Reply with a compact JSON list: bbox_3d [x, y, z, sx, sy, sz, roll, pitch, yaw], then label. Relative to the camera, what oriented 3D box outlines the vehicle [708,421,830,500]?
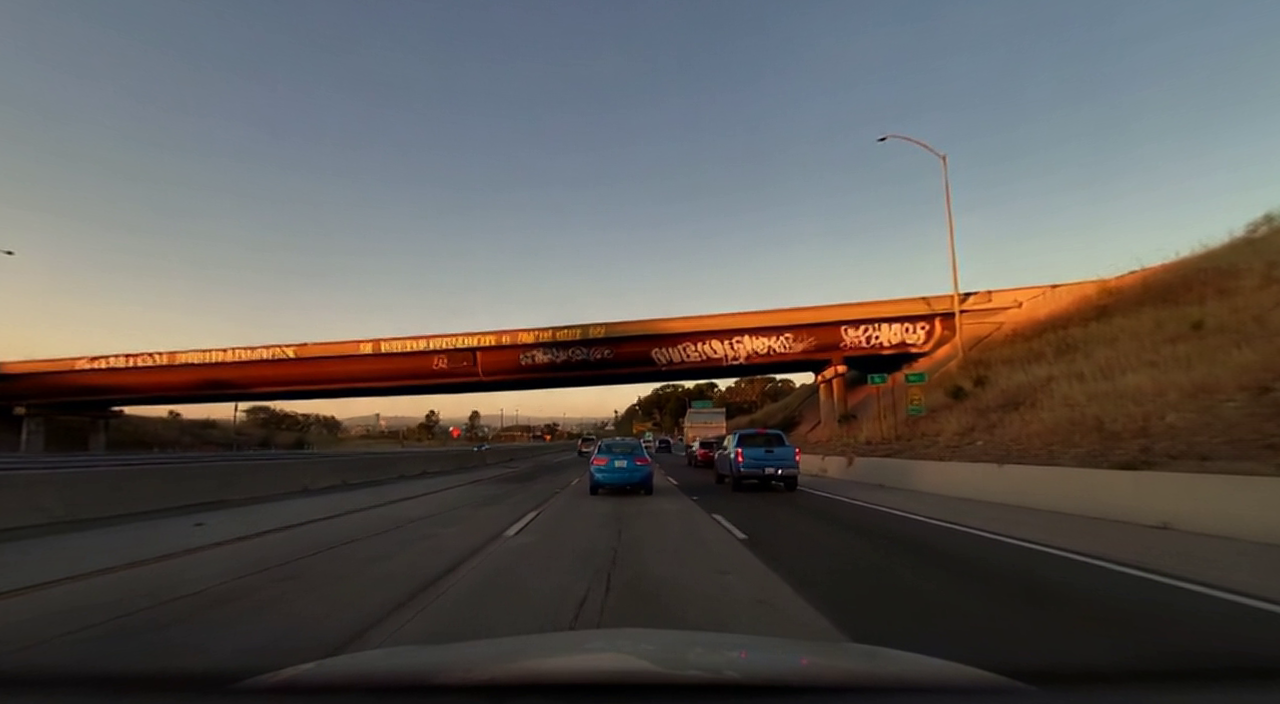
[{"bbox_3d":[3.491,3.104,18.544,2.311,1.922,5.977,0,-8,0],"label":"vehicle"}]

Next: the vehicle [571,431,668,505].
[{"bbox_3d":[-0.457,2.902,16.210,2.193,1.651,3.946,0,-8,0],"label":"vehicle"}]

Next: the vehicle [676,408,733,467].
[{"bbox_3d":[3.952,5.500,40.315,2.873,3.408,7.323,0,-8,0],"label":"vehicle"}]
